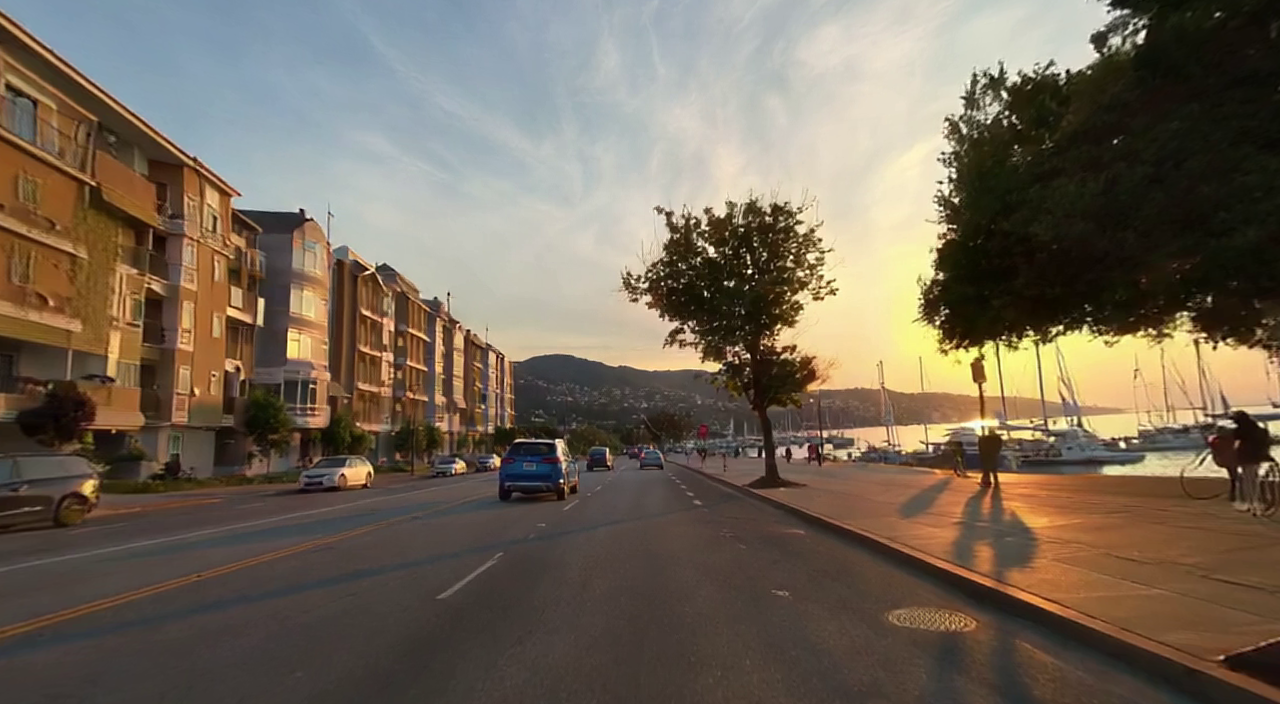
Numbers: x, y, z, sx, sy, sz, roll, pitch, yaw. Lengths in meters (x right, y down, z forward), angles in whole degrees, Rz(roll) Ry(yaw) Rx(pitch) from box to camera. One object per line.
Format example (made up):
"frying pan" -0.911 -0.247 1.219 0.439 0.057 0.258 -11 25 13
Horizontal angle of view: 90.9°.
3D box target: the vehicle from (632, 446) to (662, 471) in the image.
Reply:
"vehicle" 0.527 7.482 44.558 2.057 1.624 3.726 -1 -9 2

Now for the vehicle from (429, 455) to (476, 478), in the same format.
"vehicle" -13.274 8.127 44.999 1.871 1.463 4.555 -1 -9 1

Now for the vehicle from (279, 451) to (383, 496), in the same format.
"vehicle" -13.288 5.221 27.489 2.128 1.716 4.479 -1 -9 2

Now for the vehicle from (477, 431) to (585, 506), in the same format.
"vehicle" -2.912 3.238 17.998 2.082 1.817 4.724 -1 -9 2
